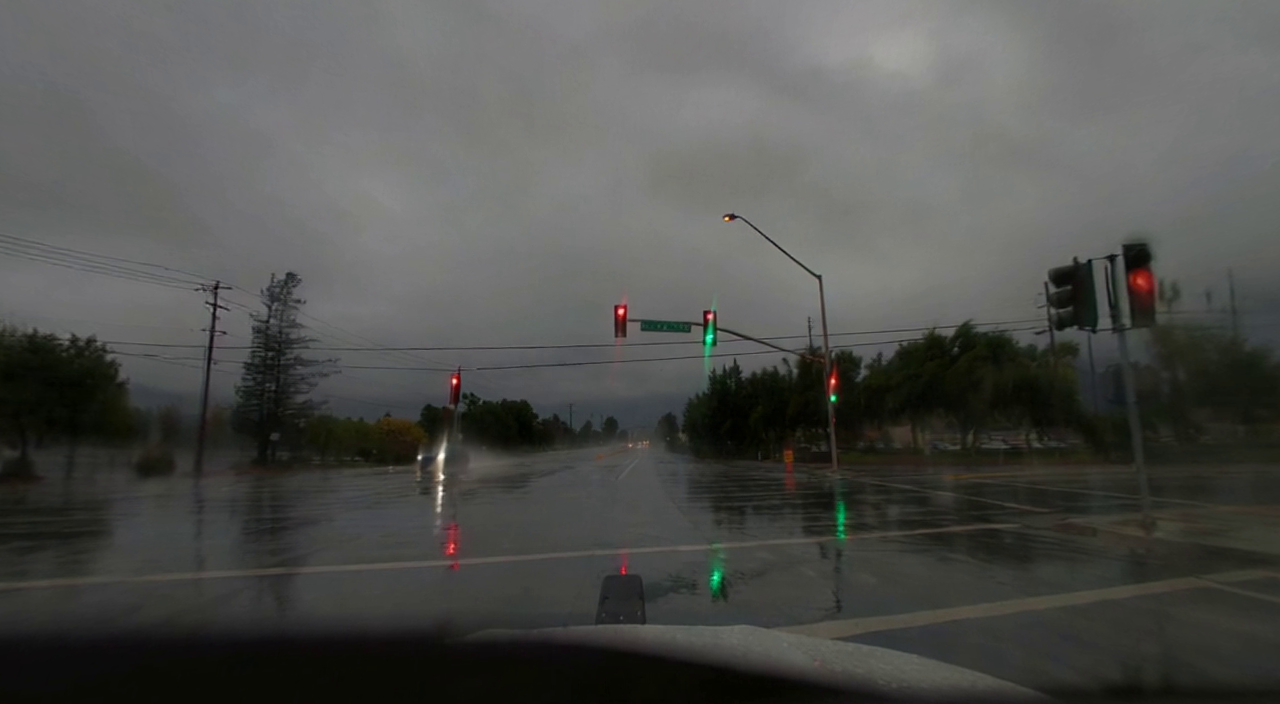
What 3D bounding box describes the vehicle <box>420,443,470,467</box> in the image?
[{"bbox_3d":[-13.721,7.266,44.692,1.893,1.547,4.283,-1,-8,4],"label":"vehicle"}]
